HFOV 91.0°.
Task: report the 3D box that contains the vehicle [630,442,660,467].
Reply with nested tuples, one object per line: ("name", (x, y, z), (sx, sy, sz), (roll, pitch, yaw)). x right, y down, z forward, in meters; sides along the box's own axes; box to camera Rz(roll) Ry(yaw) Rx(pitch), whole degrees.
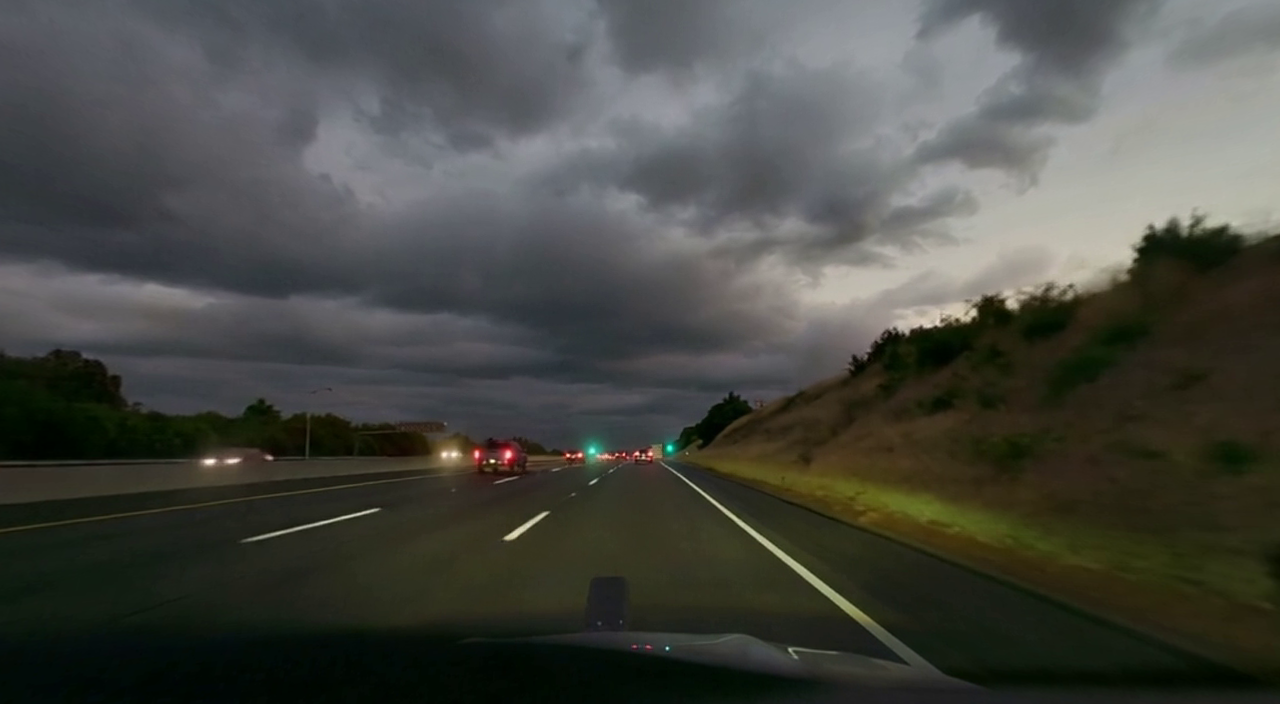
("vehicle", (0.364, 7.691, 47.367), (2.141, 1.706, 4.065), (0, -9, 0))

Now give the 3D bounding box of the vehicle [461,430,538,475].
("vehicle", (-6.686, 4.883, 30.852), (2.438, 1.967, 5.596), (0, -9, 0))

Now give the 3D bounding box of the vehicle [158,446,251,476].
("vehicle", (-24.962, 6.234, 36.364), (1.866, 1.557, 4.805), (0, -9, 1))
